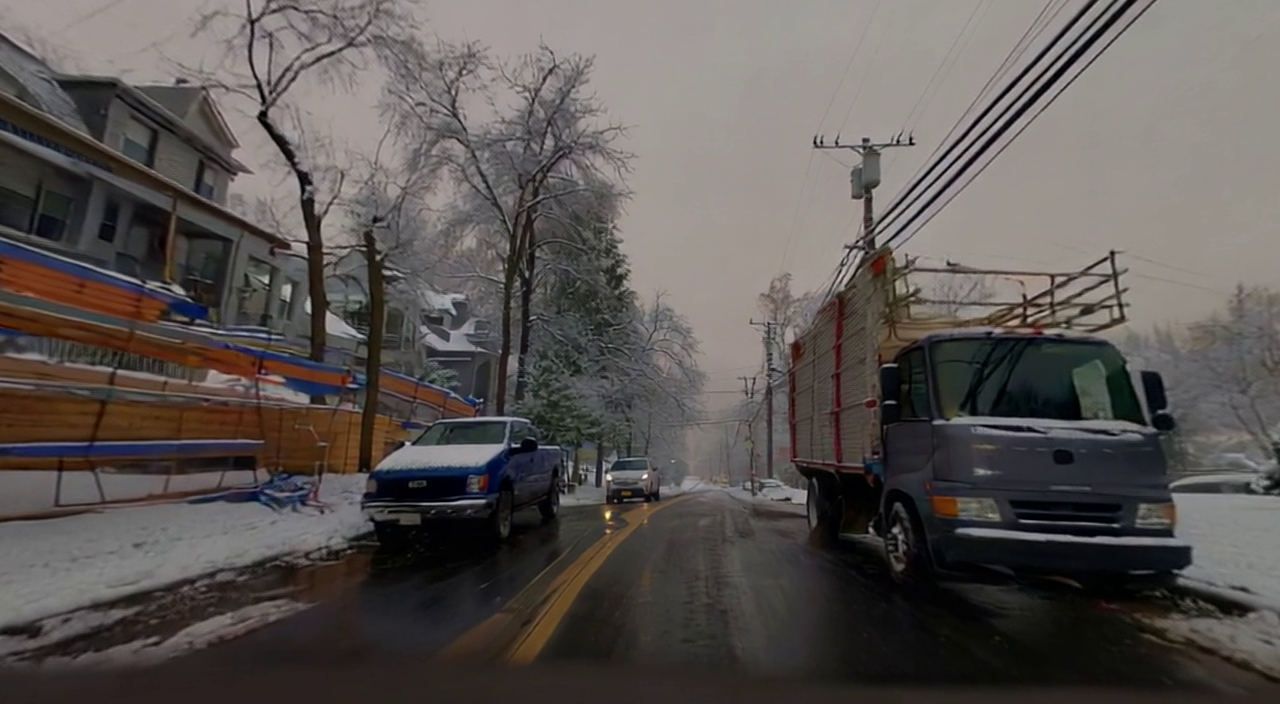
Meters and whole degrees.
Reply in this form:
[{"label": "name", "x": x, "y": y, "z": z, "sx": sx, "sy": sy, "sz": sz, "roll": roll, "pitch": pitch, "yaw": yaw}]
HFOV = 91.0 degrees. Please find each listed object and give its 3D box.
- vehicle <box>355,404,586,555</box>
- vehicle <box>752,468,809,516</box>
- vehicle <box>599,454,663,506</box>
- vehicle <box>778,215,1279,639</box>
[{"label": "vehicle", "x": -2.458, "y": 1.876, "z": 10.667, "sx": 2.171, "sy": 1.910, "sz": 4.789, "roll": -2, "pitch": -4, "yaw": 6}, {"label": "vehicle", "x": 6.755, "y": 6.764, "z": 30.823, "sx": 2.124, "sy": 1.573, "sz": 4.471, "roll": 0, "pitch": -3, "yaw": 5}, {"label": "vehicle", "x": -0.247, "y": 5.422, "z": 27.148, "sx": 2.257, "sy": 1.916, "sz": 5.089, "roll": -1, "pitch": -9, "yaw": 5}, {"label": "vehicle", "x": 4.587, "y": 1.328, "z": 10.670, "sx": 2.915, "sy": 3.793, "sz": 9.963, "roll": -1, "pitch": -8, "yaw": 4}]
